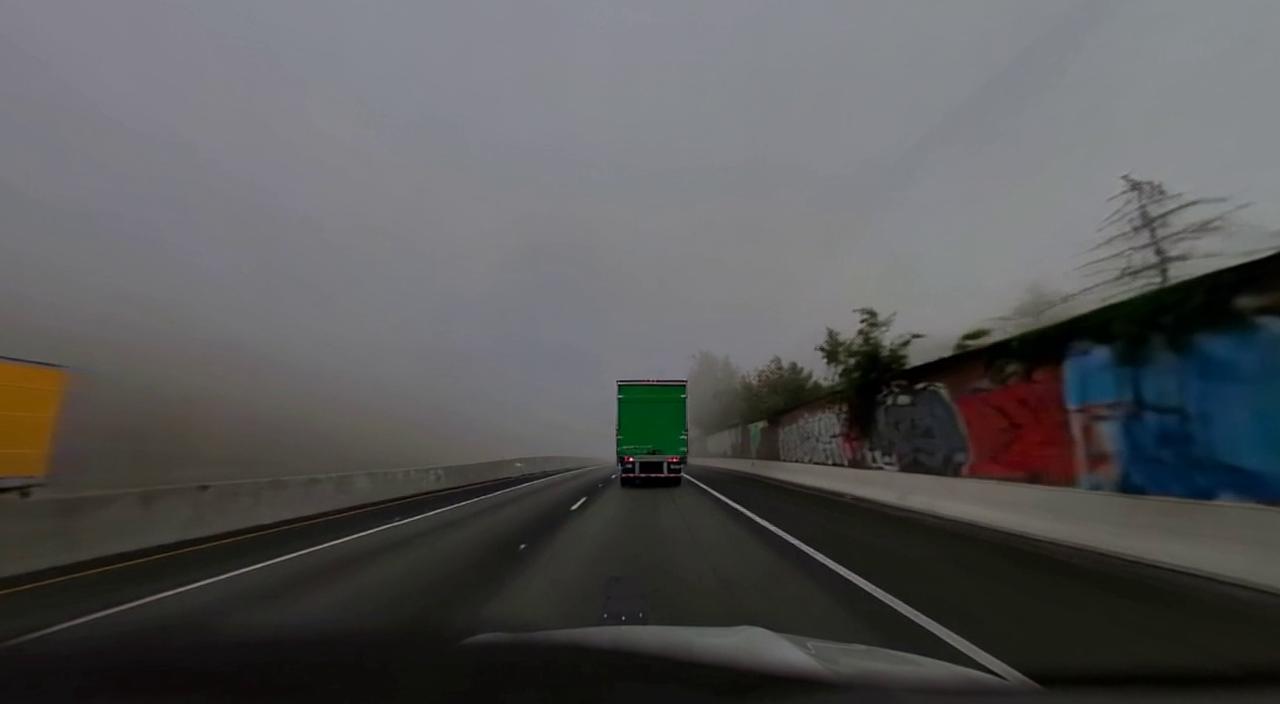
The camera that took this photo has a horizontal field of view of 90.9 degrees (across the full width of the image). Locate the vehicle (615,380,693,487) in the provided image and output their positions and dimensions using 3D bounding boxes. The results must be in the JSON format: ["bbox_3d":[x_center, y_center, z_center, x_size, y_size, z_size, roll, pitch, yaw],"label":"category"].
[{"bbox_3d":[0.421,3.811,28.566,2.900,3.955,10.151,0,-9,-1],"label":"vehicle"}]
